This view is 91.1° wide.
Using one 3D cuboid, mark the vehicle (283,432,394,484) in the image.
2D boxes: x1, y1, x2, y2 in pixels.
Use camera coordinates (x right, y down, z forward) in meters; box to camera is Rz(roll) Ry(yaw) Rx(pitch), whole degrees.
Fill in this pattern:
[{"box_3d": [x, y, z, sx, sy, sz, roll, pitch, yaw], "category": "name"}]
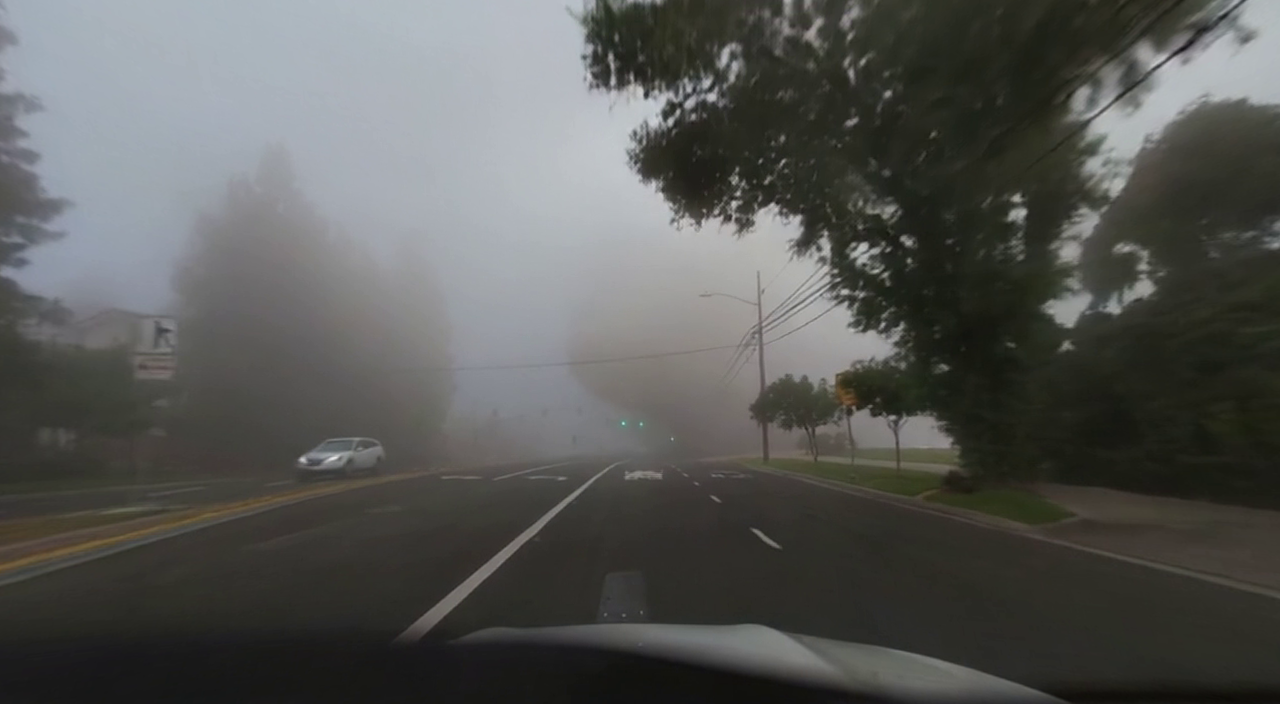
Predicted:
[{"box_3d": [-11.760, 4.148, 24.938, 2.045, 1.847, 4.674, 0, -8, 0], "category": "vehicle"}]
